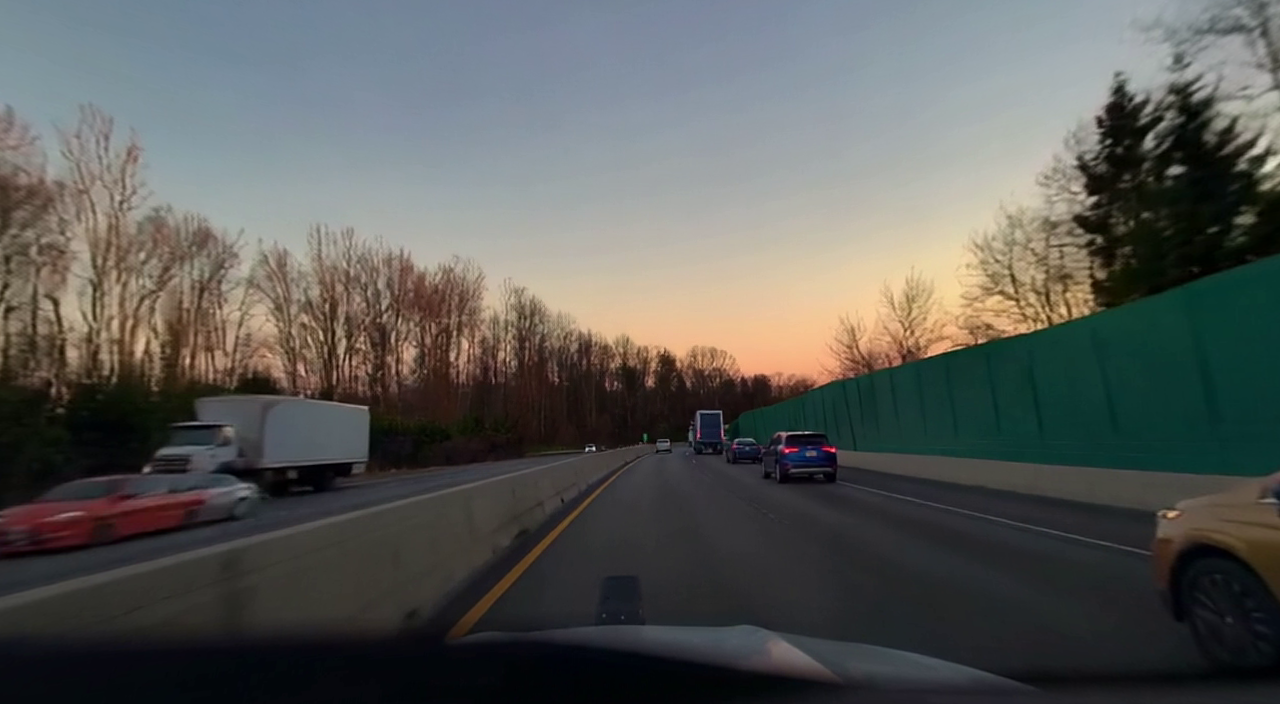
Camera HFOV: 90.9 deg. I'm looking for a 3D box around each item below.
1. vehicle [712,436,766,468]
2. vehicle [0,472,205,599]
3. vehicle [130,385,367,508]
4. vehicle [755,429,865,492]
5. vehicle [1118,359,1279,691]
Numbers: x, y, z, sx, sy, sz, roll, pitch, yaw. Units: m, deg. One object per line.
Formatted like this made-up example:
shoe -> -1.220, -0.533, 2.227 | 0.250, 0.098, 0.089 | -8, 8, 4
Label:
vehicle -> 4.950, 5.069, 32.084 | 2.000, 1.473, 4.440 | 0, -8, 0
vehicle -> -9.277, 2.743, 10.030 | 1.804, 1.447, 4.181 | 1, -8, -2
vehicle -> -13.951, 3.546, 23.981 | 2.992, 3.720, 9.676 | 1, -8, -2
vehicle -> 4.609, 2.988, 17.738 | 1.940, 1.539, 4.005 | 0, -8, 0
vehicle -> 4.350, 0.722, 2.037 | 2.110, 1.684, 4.390 | 0, -8, 0
